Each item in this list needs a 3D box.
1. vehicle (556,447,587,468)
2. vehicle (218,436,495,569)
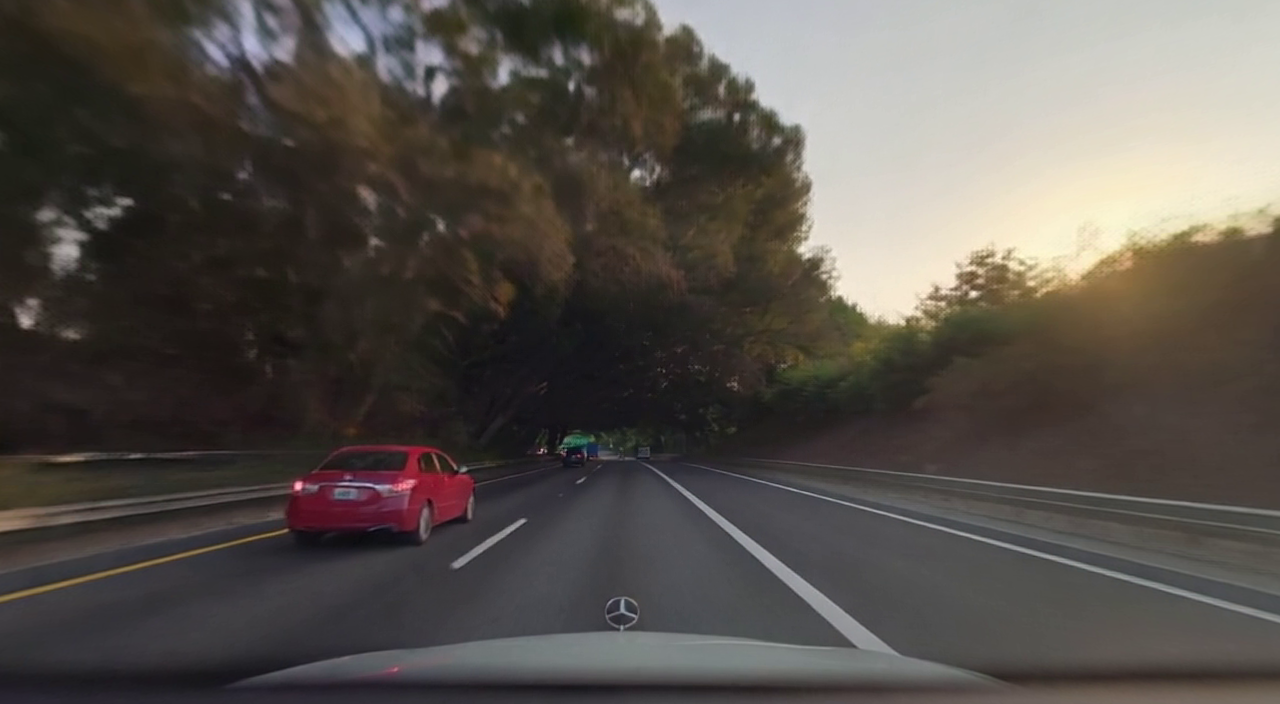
[{"bbox_3d":[-5.376,8.340,49.996,2.049,1.521,4.366,0,-9,-2],"label":"vehicle"},{"bbox_3d":[-3.808,2.089,9.721,1.957,1.499,4.965,0,-9,0],"label":"vehicle"}]
